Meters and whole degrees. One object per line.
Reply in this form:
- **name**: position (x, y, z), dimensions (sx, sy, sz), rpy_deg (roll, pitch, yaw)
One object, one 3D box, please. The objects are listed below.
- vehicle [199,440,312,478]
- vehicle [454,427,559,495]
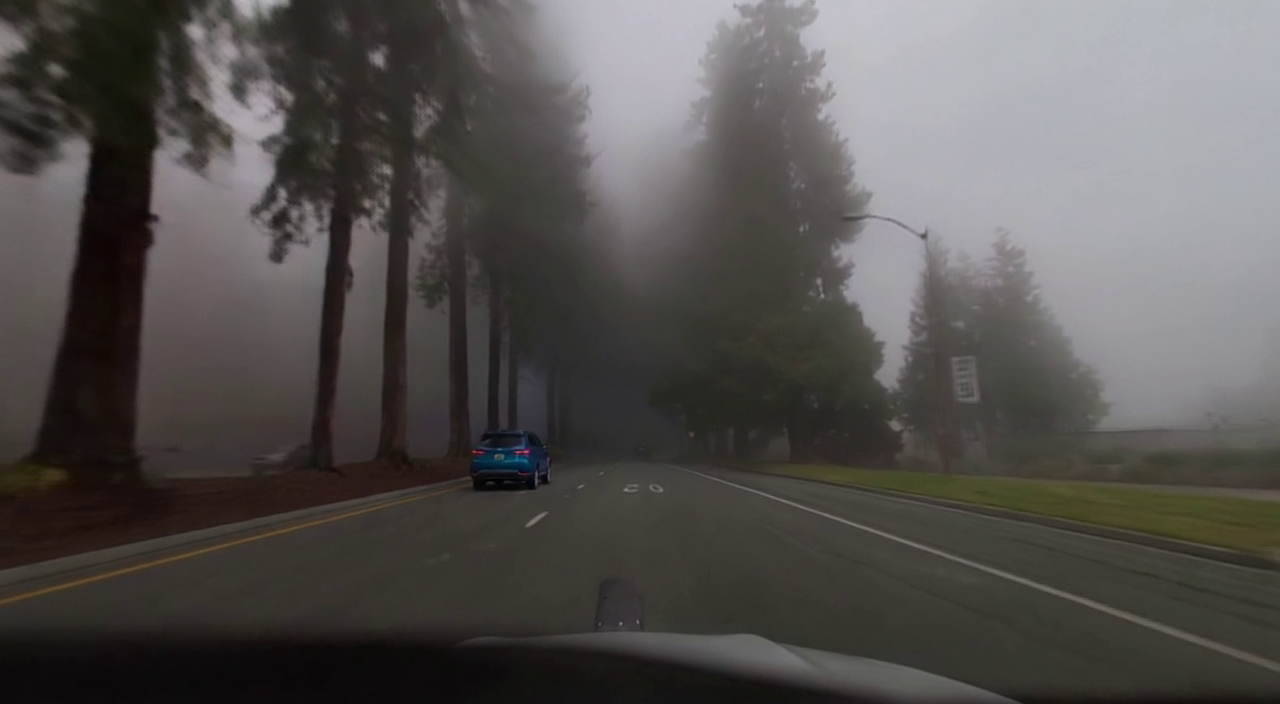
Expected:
- **vehicle**: position (-25.906, 7.201, 43.171), dimensions (2.691, 2.305, 8.031), rpy_deg (0, -8, 0)
- **vehicle**: position (-3.722, 3.126, 18.483), dimensions (2.078, 1.748, 4.279), rpy_deg (0, -8, 0)
